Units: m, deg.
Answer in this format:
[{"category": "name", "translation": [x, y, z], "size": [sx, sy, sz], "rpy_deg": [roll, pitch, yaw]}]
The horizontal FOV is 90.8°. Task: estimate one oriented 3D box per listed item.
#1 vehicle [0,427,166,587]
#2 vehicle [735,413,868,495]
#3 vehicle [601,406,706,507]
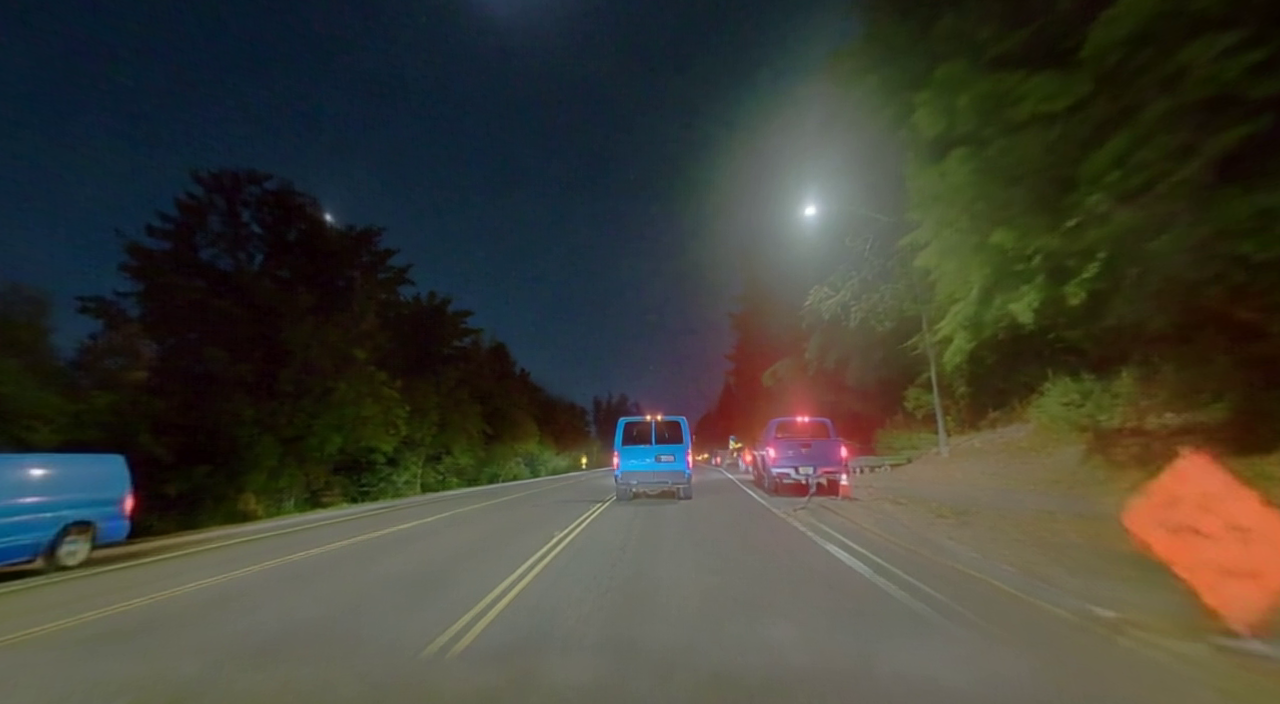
[{"category": "vehicle", "translation": [-8.381, 1.698, 6.691], "size": [2.055, 1.809, 5.906], "rpy_deg": [0, -8, 1]}, {"category": "vehicle", "translation": [4.591, 3.114, 19.660], "size": [2.833, 2.033, 7.668], "rpy_deg": [-1, -8, 6]}, {"category": "vehicle", "translation": [0.504, 2.711, 16.707], "size": [2.362, 2.247, 4.892], "rpy_deg": [-1, -8, 5]}]
